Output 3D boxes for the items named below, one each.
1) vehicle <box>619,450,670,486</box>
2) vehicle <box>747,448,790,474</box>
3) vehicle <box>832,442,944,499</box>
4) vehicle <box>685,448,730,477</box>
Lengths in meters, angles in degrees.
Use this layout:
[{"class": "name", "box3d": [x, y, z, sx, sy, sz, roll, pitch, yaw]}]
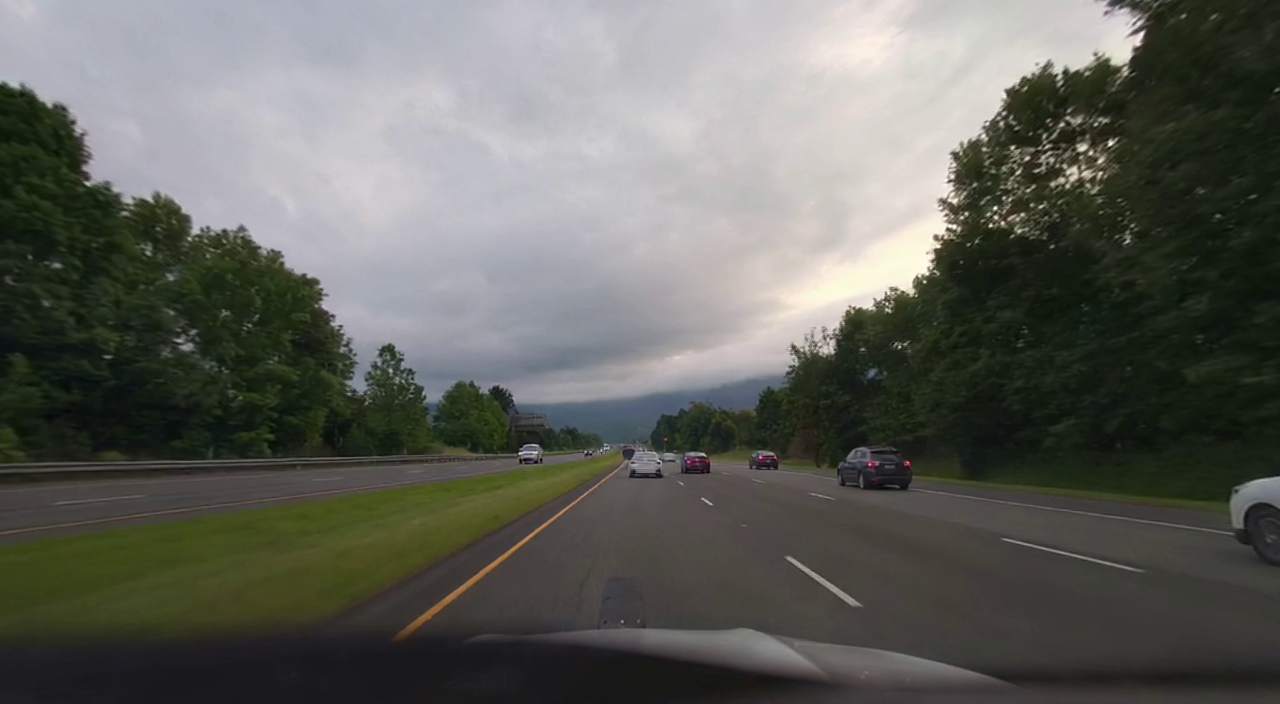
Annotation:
[{"class": "vehicle", "box3d": [0.147, 4.914, 26.967, 2.020, 1.426, 3.702, 0, -9, -1]}, {"class": "vehicle", "box3d": [8.363, 7.097, 41.347, 1.957, 1.594, 3.632, 0, -9, -2]}, {"class": "vehicle", "box3d": [7.522, 3.609, 19.525, 1.847, 1.554, 3.752, 0, -9, -1]}, {"class": "vehicle", "box3d": [3.815, 6.317, 36.285, 1.981, 1.518, 4.029, 0, -9, -2]}]
